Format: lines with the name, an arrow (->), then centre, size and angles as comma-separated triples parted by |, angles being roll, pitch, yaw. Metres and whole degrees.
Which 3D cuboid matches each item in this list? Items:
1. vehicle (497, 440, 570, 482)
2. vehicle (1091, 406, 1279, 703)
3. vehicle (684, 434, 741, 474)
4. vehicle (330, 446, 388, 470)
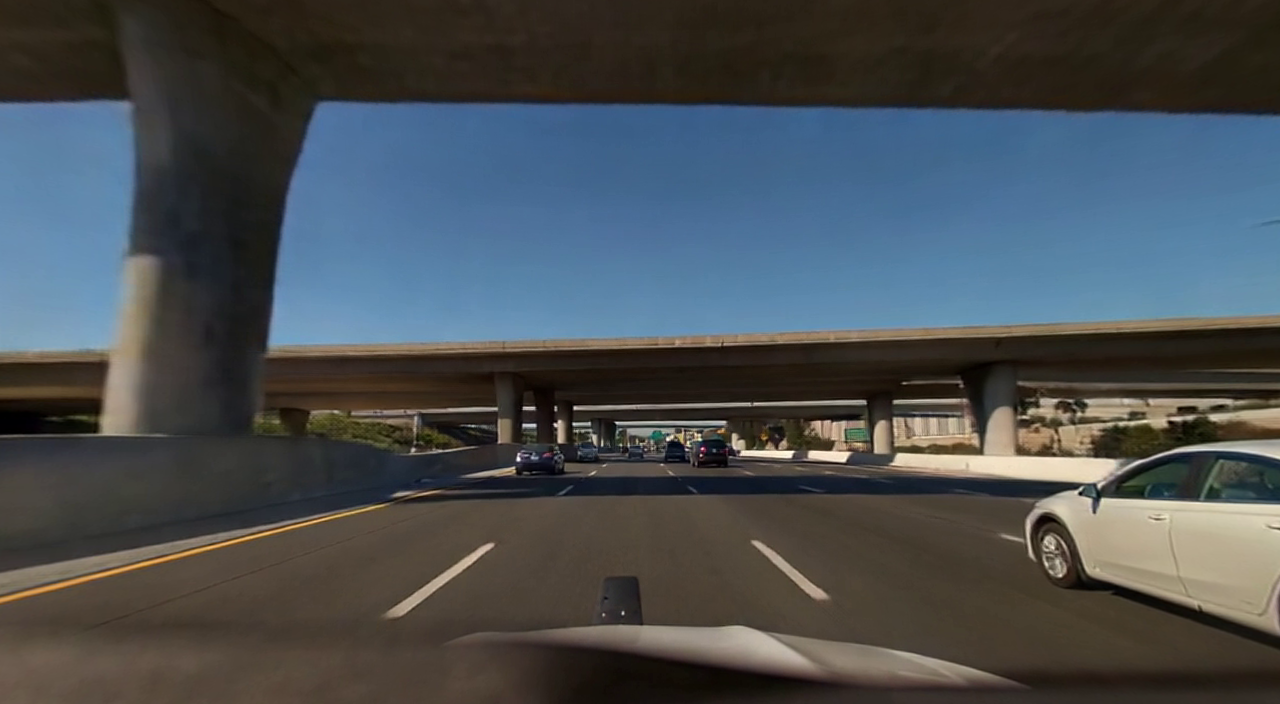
vehicle -> -4.114, 4.296, 25.173 | 1.997, 1.476, 4.703 | 0, -9, 1
vehicle -> 3.992, 0.848, 2.017 | 1.989, 1.472, 4.322 | -1, -9, 2
vehicle -> 3.401, 4.904, 30.404 | 2.072, 1.761, 4.242 | 0, -9, -2
vehicle -> -18.238, 6.862, 41.145 | 1.877, 1.456, 4.569 | 0, -9, -3
